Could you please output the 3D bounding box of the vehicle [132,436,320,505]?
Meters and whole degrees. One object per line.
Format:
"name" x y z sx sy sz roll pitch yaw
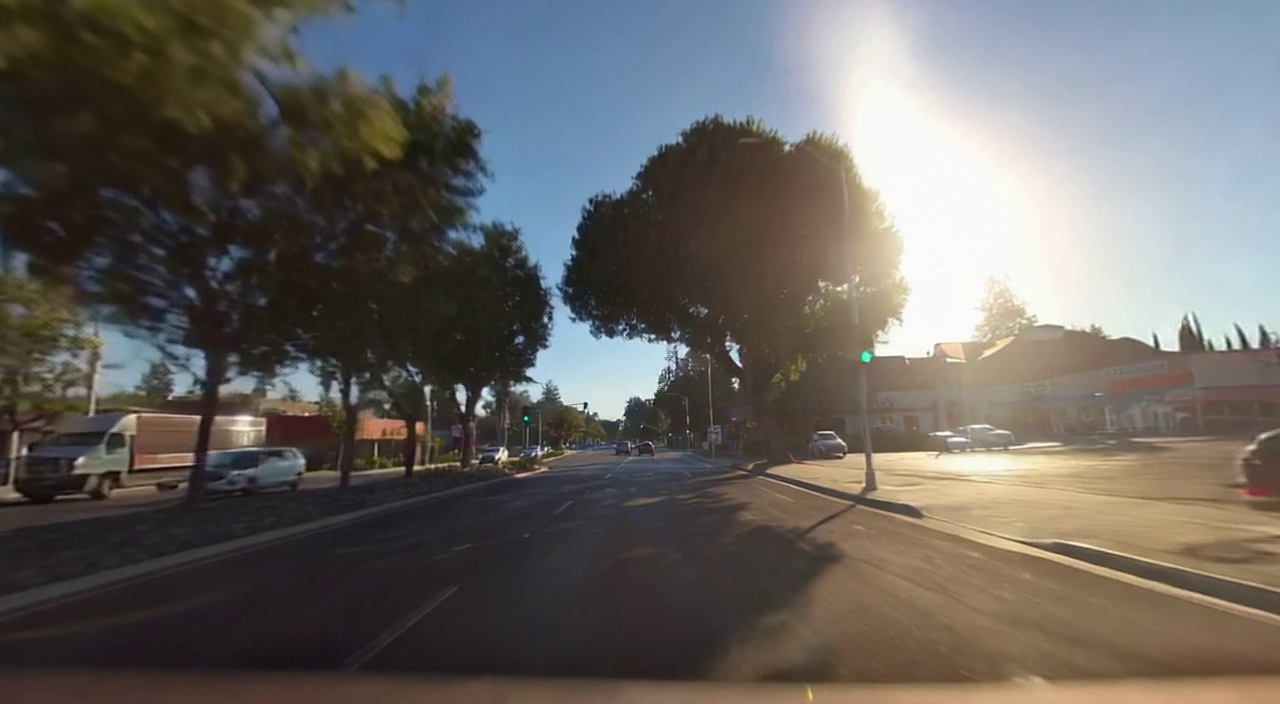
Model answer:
"vehicle" -11.293 3.230 17.731 2.078 1.656 4.624 0 -9 1

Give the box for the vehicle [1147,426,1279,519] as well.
"vehicle" 12.173 2.063 11.404 4.312 1.416 1.885 -3 -8 -1

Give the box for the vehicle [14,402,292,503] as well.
"vehicle" -19.055 4.114 26.212 2.958 3.304 10.523 0 -9 1

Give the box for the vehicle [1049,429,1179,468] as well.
"vehicle" 23.913 4.886 31.956 4.999 1.814 2.158 -7 -11 39

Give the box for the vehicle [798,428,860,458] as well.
"vehicle" 14.546 7.003 48.619 4.203 2.206 1.934 -1 -9 7
